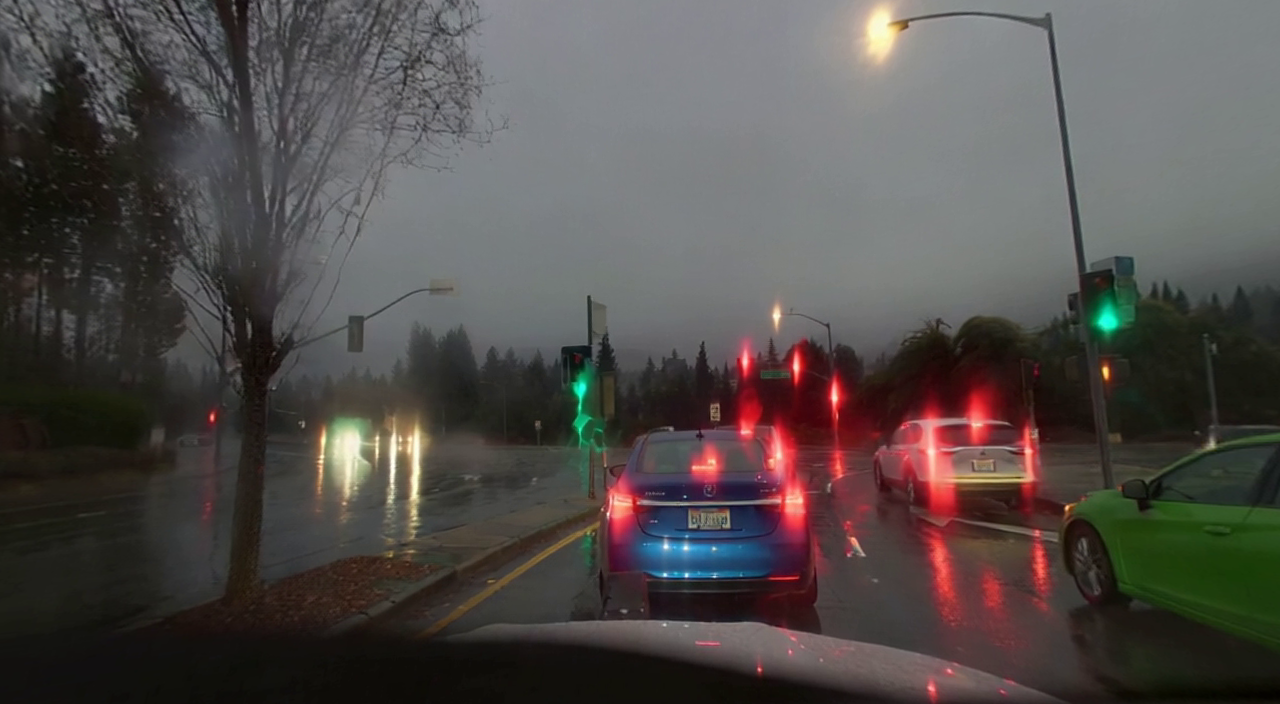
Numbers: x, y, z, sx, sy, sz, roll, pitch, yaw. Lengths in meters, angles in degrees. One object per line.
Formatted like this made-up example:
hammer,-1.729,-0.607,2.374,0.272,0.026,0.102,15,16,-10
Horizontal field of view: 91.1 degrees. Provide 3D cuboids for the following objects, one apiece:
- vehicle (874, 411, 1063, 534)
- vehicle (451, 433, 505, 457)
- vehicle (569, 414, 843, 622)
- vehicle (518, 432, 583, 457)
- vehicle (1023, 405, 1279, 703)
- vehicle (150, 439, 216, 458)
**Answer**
vehicle,5.540,2.046,11.289,2.102,1.717,4.373,-2,-9,16
vehicle,-12.466,7.133,48.193,1.972,1.705,4.457,8,-11,-44
vehicle,0.855,1.499,6.691,2.052,1.483,3.928,-2,-8,12
vehicle,-5.961,6.114,41.553,1.932,1.573,4.509,8,-12,-44
vehicle,4.242,1.062,3.370,1.954,1.508,4.441,-1,-8,6
vehicle,-35.394,7.450,48.635,1.652,1.433,3.733,-7,-11,40
